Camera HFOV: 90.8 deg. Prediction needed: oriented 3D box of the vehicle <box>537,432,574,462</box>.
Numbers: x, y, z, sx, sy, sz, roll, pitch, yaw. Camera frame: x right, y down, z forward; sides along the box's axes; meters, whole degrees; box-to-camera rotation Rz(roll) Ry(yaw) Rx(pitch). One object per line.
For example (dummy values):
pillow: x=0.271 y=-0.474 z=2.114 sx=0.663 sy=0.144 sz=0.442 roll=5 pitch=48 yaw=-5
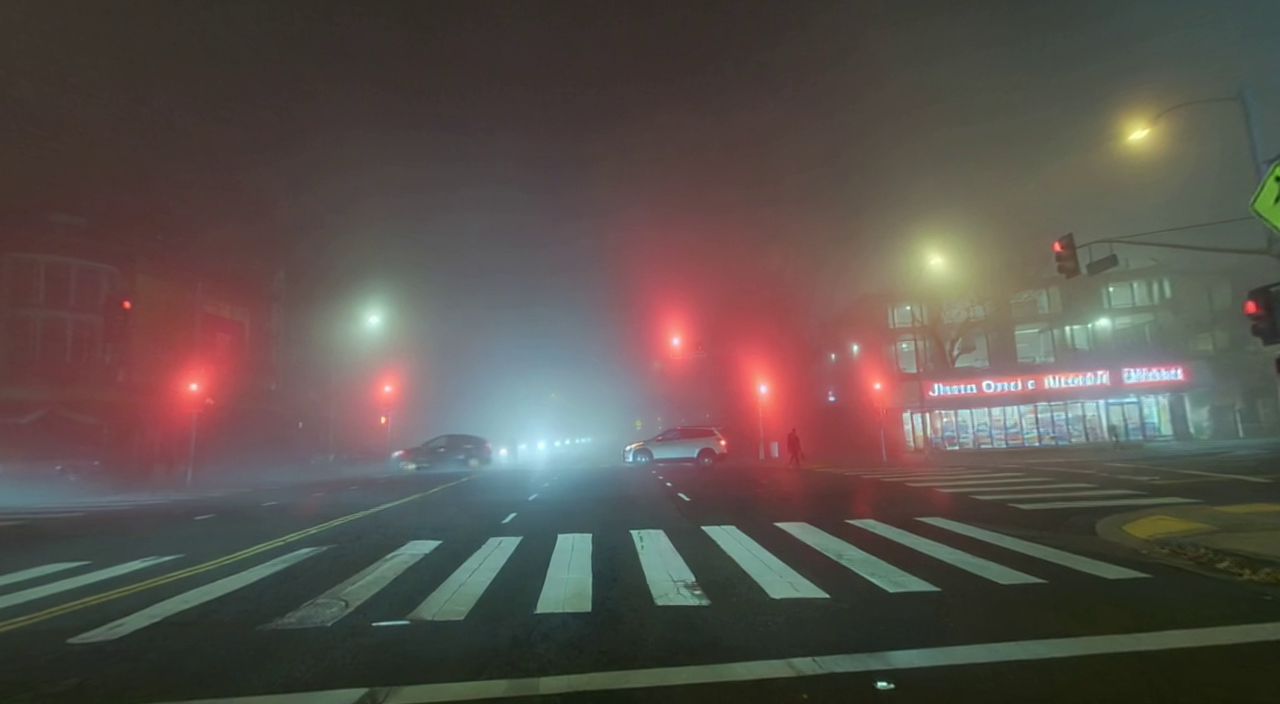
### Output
vehicle: x=-5.115 y=5.804 z=38.615 sx=1.976 sy=1.683 sz=4.117 roll=0 pitch=-8 yaw=-4

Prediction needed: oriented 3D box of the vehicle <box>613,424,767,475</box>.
vehicle: x=1.544 y=3.111 z=20.359 sx=4.612 sy=1.521 sz=1.811 roll=1 pitch=-9 yaw=-9

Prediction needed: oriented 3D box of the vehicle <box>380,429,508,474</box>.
vehicle: x=-7.641 y=3.934 z=25.030 sx=4.513 sy=1.682 sz=1.810 roll=1 pitch=-9 yaw=-7

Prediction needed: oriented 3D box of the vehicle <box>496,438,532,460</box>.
vehicle: x=-8.624 y=6.694 z=43.705 sx=1.906 sy=1.402 sz=4.904 roll=0 pitch=-8 yaw=-5

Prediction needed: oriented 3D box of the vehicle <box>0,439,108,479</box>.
vehicle: x=-31.554 y=5.609 z=33.527 sx=2.205 sy=1.903 sz=5.877 roll=1 pitch=-9 yaw=-9

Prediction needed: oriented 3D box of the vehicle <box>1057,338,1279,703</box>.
vehicle: x=3.022 y=0.611 z=0.870 sx=1.866 sy=1.654 sz=4.354 roll=0 pitch=-8 yaw=0
